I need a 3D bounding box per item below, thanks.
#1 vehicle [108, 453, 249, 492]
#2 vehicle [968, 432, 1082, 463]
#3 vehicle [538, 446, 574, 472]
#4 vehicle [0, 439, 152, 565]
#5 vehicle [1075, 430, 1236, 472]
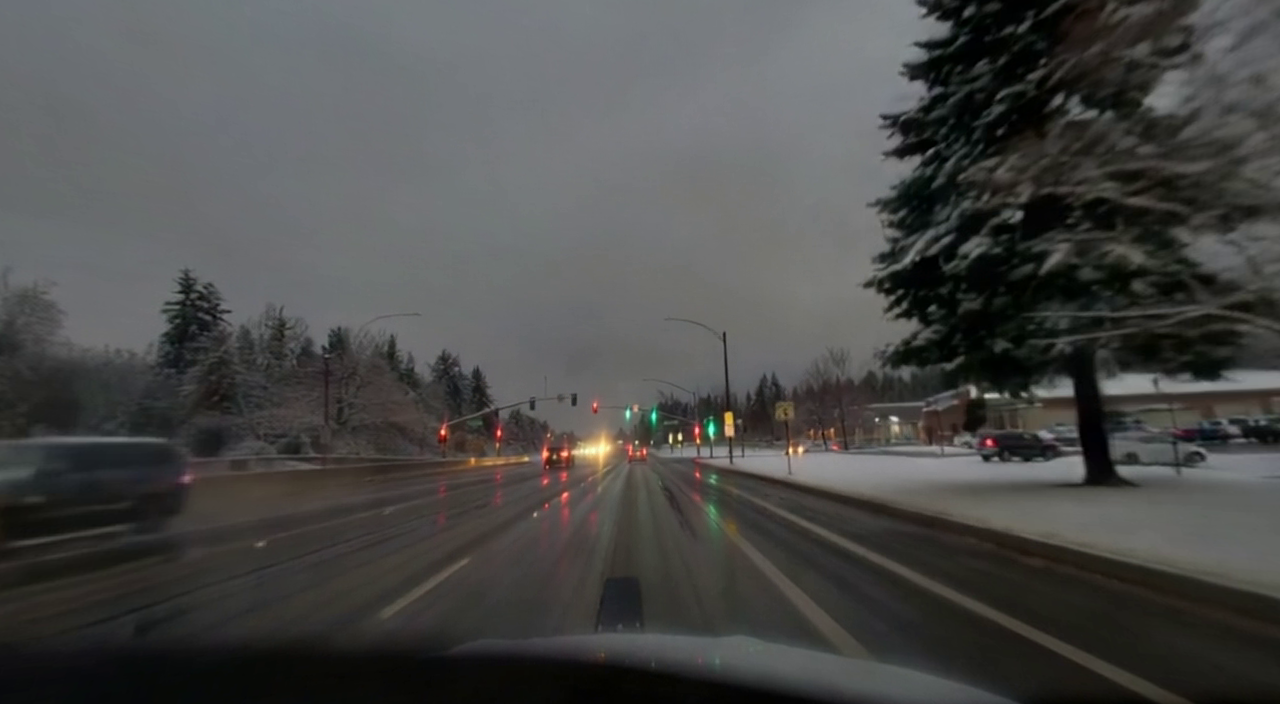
[{"bbox_3d":[-25.172,6.546,34.636,5.763,1.982,2.425,-1,-9,1],"label":"vehicle"},{"bbox_3d":[19.122,4.767,31.530,4.481,1.482,1.814,0,-9,-2],"label":"vehicle"},{"bbox_3d":[-4.900,6.288,37.290,1.928,1.451,4.219,0,-9,-5],"label":"vehicle"},{"bbox_3d":[-9.912,2.167,9.240,1.971,1.744,4.399,-1,-9,1],"label":"vehicle"},{"bbox_3d":[19.701,3.796,24.289,4.505,1.481,1.870,0,-9,0],"label":"vehicle"}]
